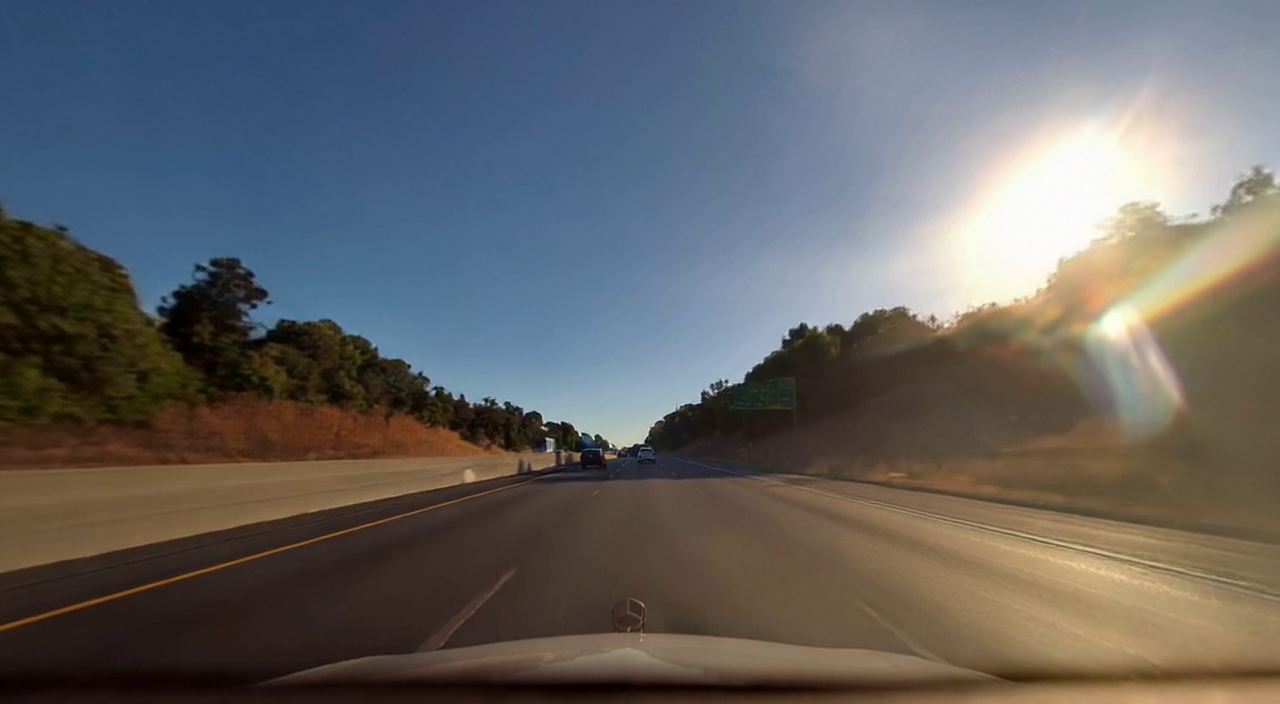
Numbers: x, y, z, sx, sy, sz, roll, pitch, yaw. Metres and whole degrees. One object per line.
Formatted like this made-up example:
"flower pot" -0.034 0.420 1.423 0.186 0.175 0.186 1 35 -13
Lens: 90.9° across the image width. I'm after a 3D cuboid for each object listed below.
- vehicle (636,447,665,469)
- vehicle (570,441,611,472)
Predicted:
"vehicle" 0.749 7.905 47.201 2.036 1.519 4.225 0 -9 0
"vehicle" -2.962 6.419 38.683 2.143 1.770 4.283 0 -9 1
